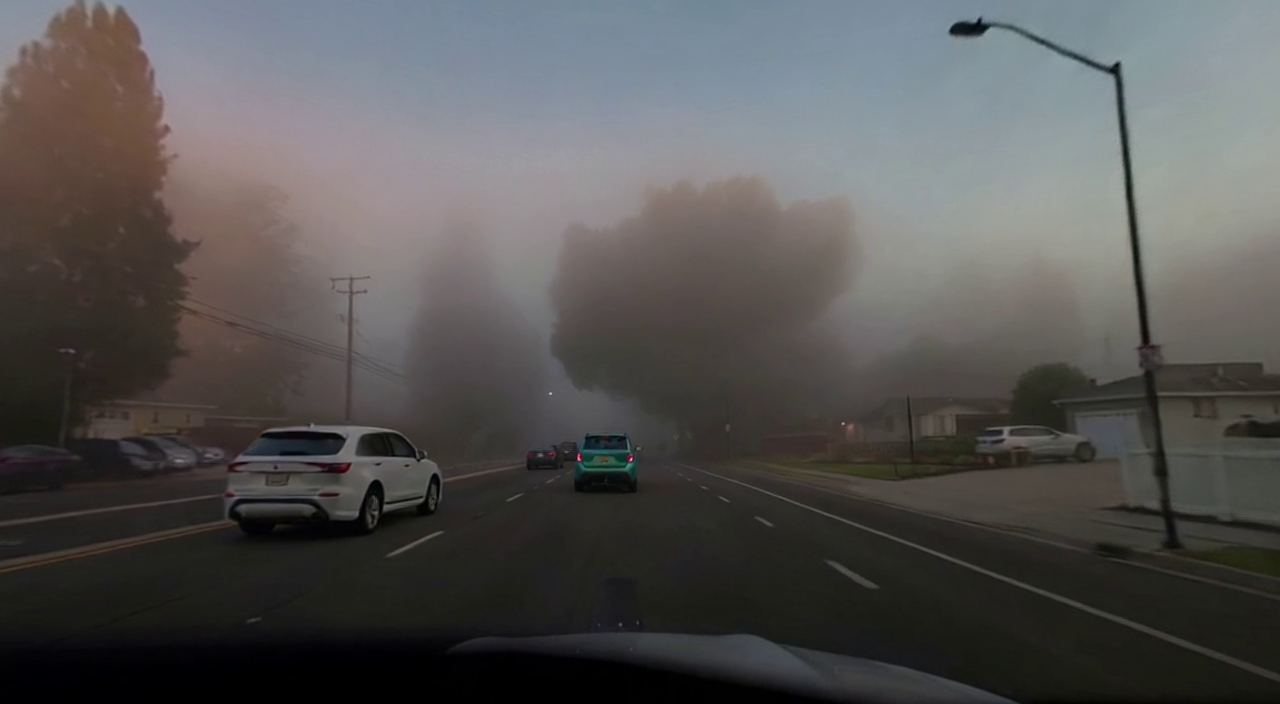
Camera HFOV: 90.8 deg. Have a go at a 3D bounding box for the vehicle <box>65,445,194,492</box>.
[{"bbox_3d":[-19.405,4.410,24.274,1.707,1.523,3.933,-2,-7,-1],"label":"vehicle"}]

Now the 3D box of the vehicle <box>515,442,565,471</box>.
[{"bbox_3d":[-5.437,5.738,35.020,2.014,1.493,4.658,0,-8,0],"label":"vehicle"}]

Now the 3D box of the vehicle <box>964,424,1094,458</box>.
[{"bbox_3d":[17.304,3.978,28.293,4.500,1.442,1.930,-1,-8,4],"label":"vehicle"}]

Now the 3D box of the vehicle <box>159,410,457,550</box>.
[{"bbox_3d":[-4.776,1.923,10.177,2.243,1.722,4.621,0,-8,0],"label":"vehicle"}]

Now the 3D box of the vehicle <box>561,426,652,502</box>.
[{"bbox_3d":[-0.832,2.935,16.984,2.131,1.761,4.242,0,-8,-1],"label":"vehicle"}]
